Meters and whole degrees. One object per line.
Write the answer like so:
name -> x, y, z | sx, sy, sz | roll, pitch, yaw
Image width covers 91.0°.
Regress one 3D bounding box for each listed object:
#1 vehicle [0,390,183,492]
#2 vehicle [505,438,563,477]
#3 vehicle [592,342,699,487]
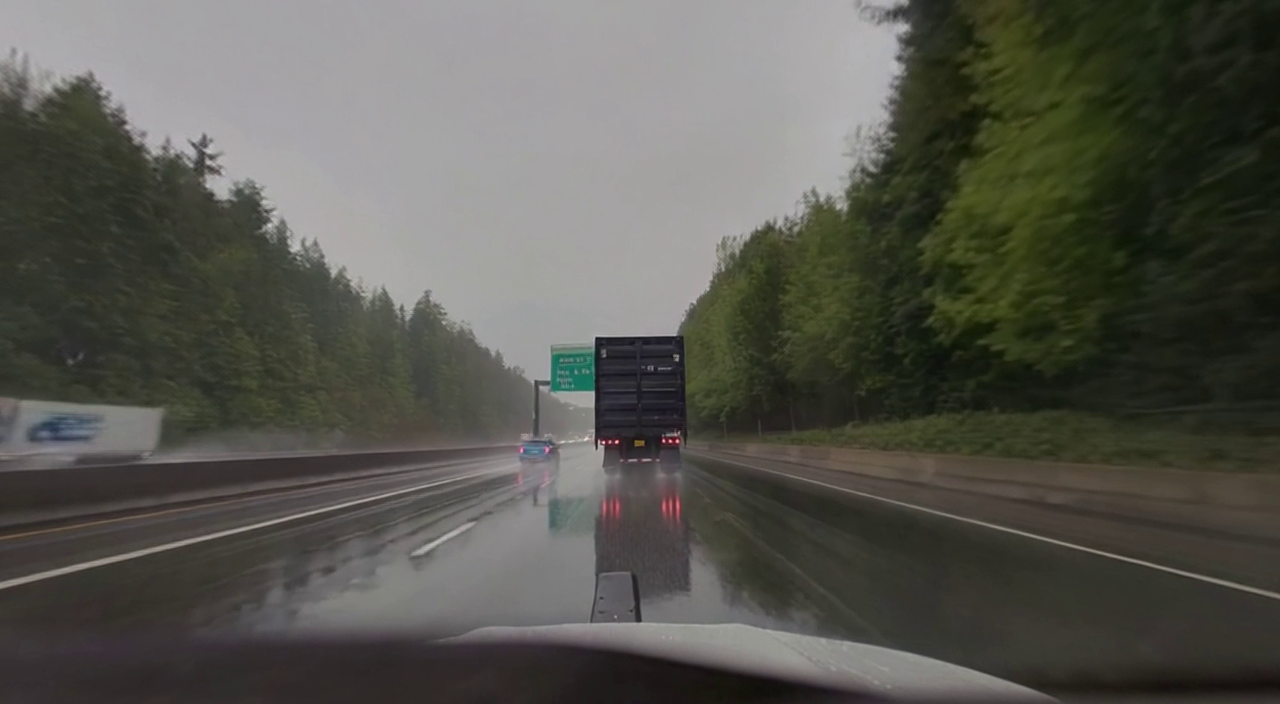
vehicle -> -24.641, 3.528, 24.777 | 2.843, 3.644, 14.071 | 0, -8, 0
vehicle -> -4.597, 4.621, 27.876 | 1.854, 1.530, 4.268 | 0, -8, 0
vehicle -> 0.038, 2.543, 23.661 | 3.073, 4.196, 10.546 | 0, -8, -1
